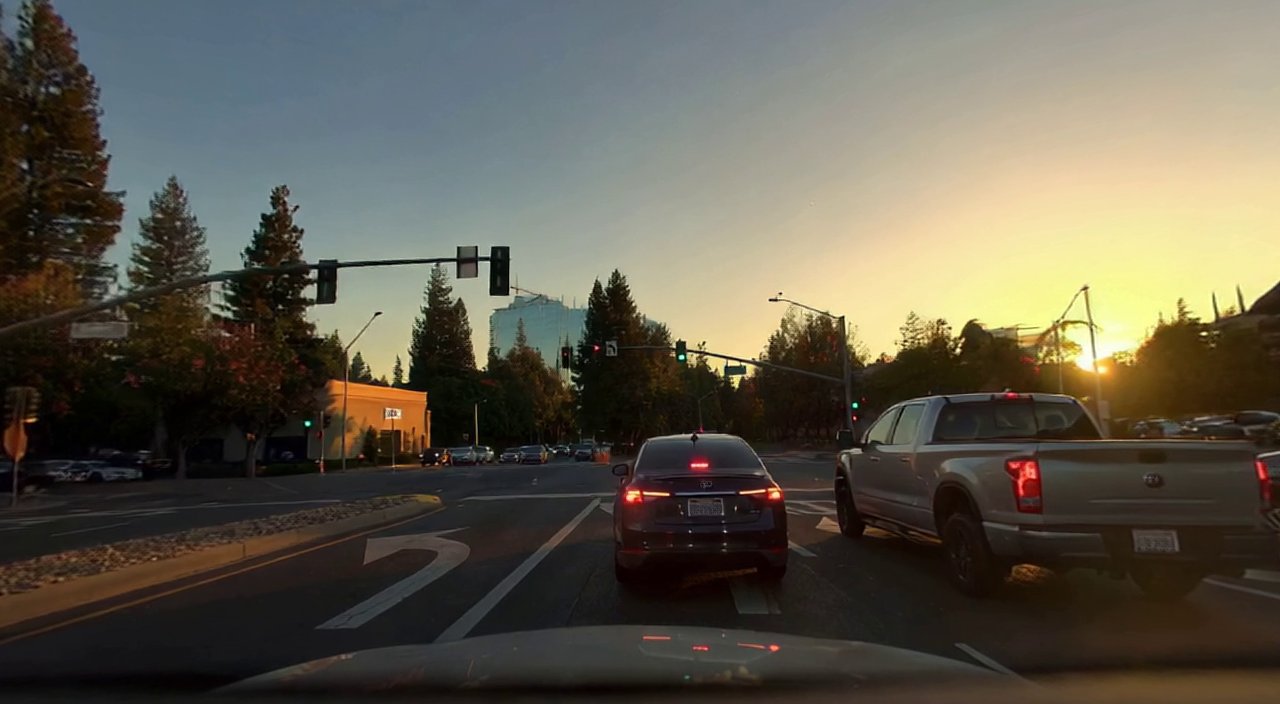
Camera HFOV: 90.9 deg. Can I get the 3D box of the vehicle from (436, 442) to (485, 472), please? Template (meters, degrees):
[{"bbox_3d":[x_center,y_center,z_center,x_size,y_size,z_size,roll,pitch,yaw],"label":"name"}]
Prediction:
[{"bbox_3d":[-11.873,6.957,41.950,1.991,1.844,4.393,0,-8,-1],"label":"vehicle"}]

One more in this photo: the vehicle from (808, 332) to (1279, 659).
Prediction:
[{"bbox_3d":[3.793,1.300,6.834,2.358,2.116,5.328,0,-8,-1],"label":"vehicle"}]

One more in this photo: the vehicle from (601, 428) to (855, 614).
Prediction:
[{"bbox_3d":[0.620,1.624,6.978,2.038,1.447,3.756,0,-8,-3],"label":"vehicle"}]

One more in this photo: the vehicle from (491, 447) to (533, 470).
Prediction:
[{"bbox_3d":[-8.491,7.088,42.244,2.002,1.469,4.301,0,-8,-1],"label":"vehicle"}]

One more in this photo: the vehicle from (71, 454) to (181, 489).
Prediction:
[{"bbox_3d":[-29.095,6.744,35.750,4.789,1.828,2.025,-2,-9,10],"label":"vehicle"}]
